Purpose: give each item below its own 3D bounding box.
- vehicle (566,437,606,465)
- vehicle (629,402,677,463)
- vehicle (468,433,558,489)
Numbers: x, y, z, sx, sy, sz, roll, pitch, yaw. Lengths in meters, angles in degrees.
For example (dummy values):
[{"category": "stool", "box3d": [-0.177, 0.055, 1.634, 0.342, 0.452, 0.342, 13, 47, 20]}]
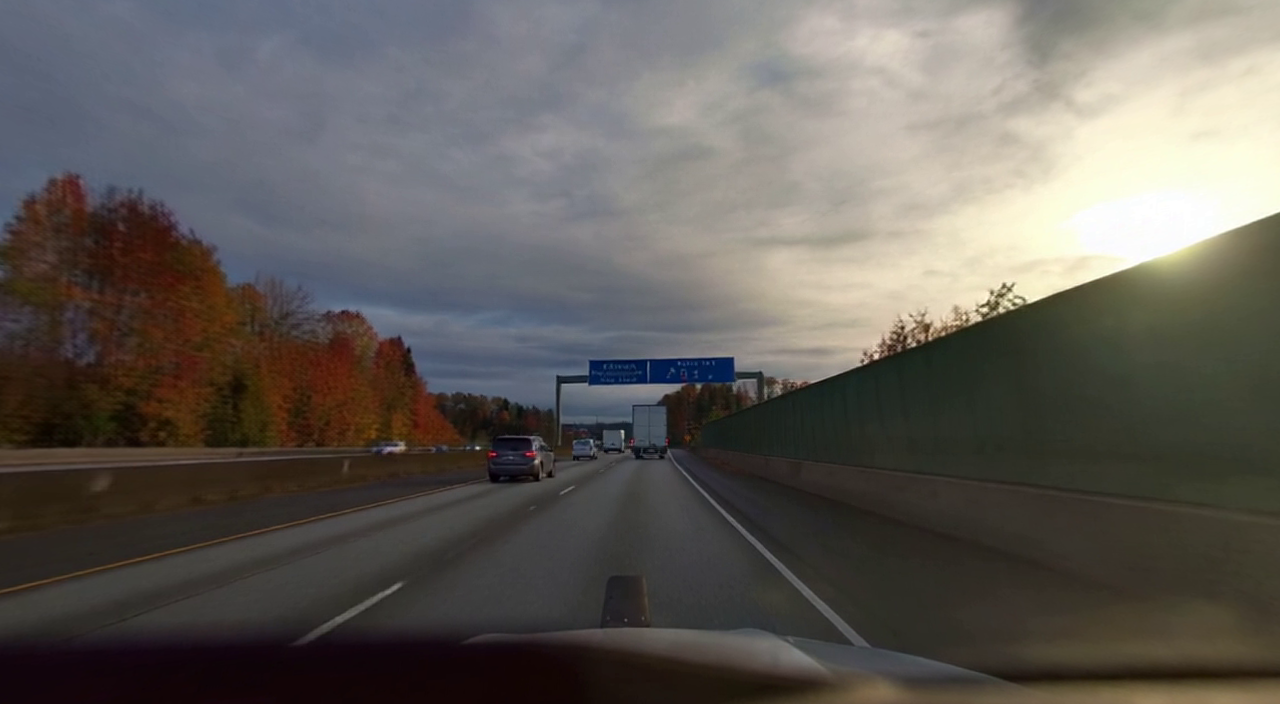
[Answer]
[{"category": "vehicle", "box3d": [-3.220, 6.024, 38.410, 1.962, 1.575, 4.158, 0, -8, 1]}, {"category": "vehicle", "box3d": [0.894, 5.655, 43.773, 2.933, 3.701, 10.425, 0, -8, 1]}, {"category": "vehicle", "box3d": [-3.803, 3.313, 19.535, 1.927, 1.556, 3.921, 0, -8, 1]}]
